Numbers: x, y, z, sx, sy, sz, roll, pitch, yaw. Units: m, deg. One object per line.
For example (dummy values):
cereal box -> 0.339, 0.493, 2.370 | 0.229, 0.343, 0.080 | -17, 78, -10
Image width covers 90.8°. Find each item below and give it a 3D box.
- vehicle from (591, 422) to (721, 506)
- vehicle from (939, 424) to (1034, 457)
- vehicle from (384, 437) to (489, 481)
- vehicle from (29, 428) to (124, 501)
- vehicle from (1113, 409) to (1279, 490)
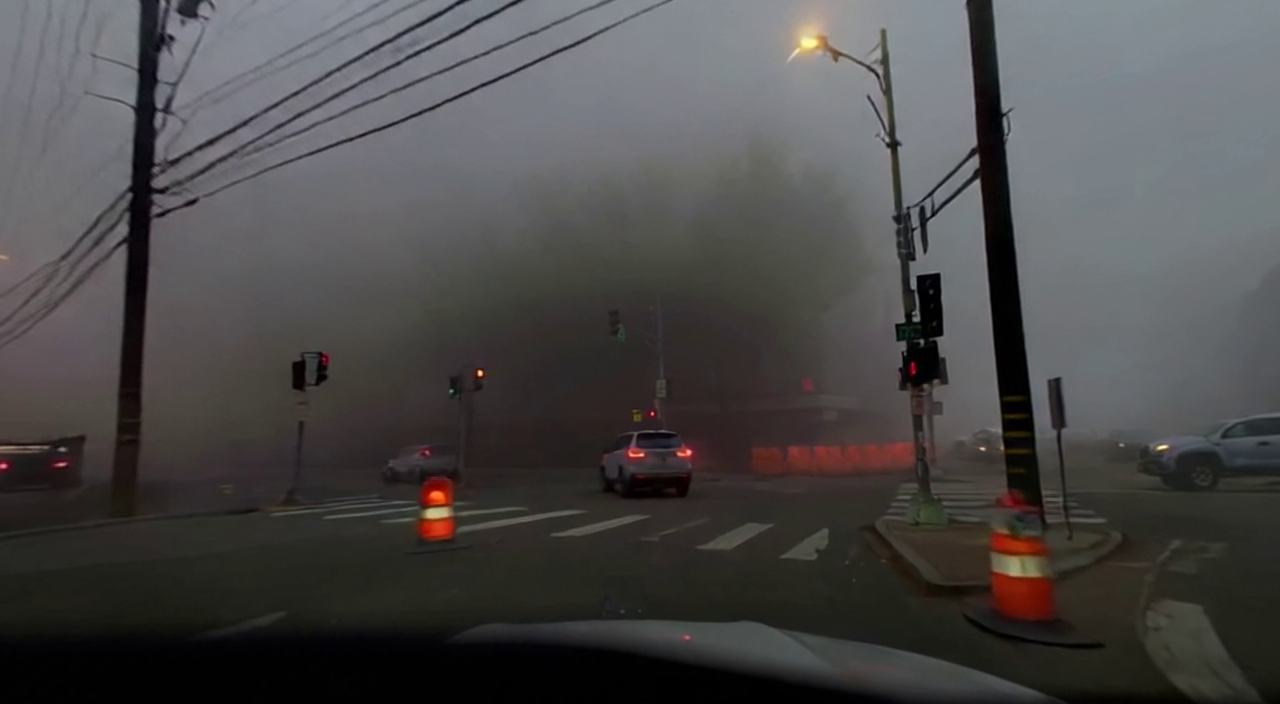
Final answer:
vehicle -> 0.196, 2.885, 16.788 | 2.256, 1.859, 5.118 | 1, -9, -12
vehicle -> 18.986, 4.877, 34.663 | 4.382, 1.688, 1.937 | -6, -10, 32
vehicle -> -9.904, 5.104, 30.509 | 5.548, 1.911, 2.206 | -8, -11, 40
vehicle -> -22.599, 4.456, 25.526 | 1.959, 2.654, 4.078 | 5, -10, -31
vehicle -> 14.780, 2.351, 15.305 | 4.740, 1.802, 2.249 | -4, -9, 20
